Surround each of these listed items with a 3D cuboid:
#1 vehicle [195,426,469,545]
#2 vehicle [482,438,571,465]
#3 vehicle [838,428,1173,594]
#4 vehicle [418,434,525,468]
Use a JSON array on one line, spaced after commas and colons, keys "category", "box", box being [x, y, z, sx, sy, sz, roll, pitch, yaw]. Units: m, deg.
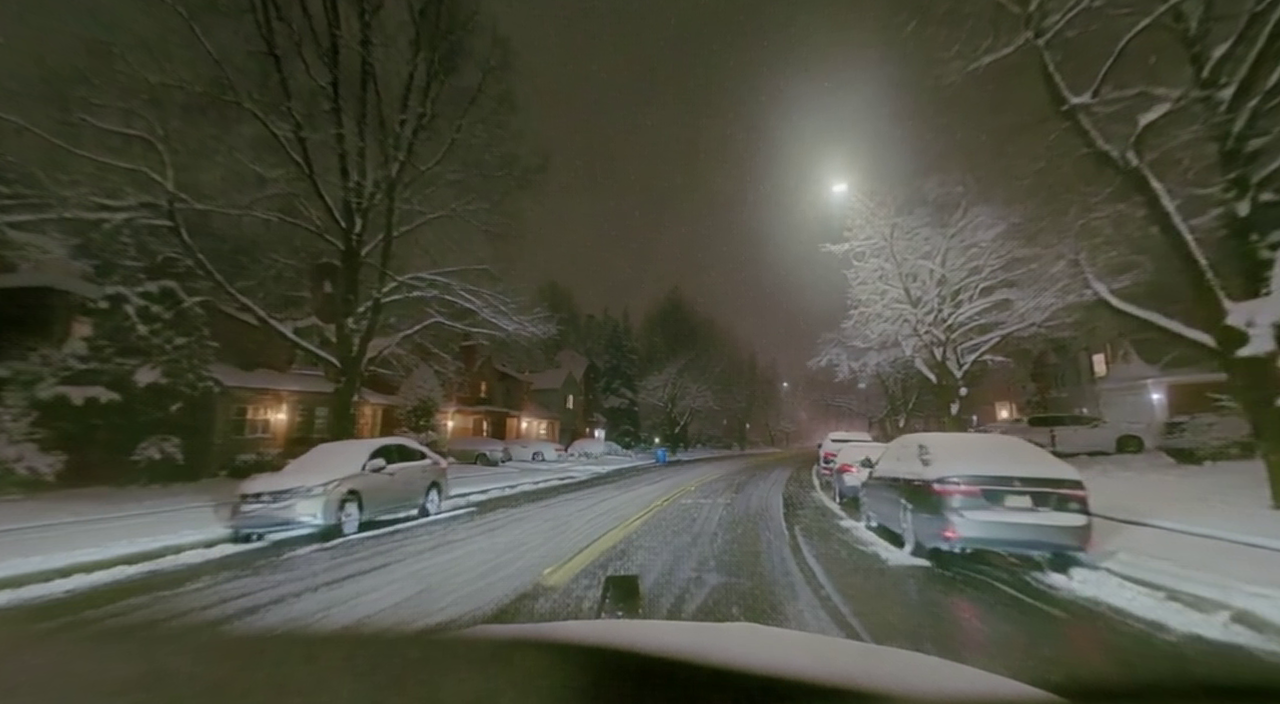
[{"category": "vehicle", "box": [-5.218, 2.310, 11.719, 2.030, 1.696, 4.828, -2, -9, 10]}, {"category": "vehicle", "box": [-6.299, 5.555, 35.210, 4.455, 1.419, 2.017, -3, -9, 16]}, {"category": "vehicle", "box": [4.109, 1.821, 8.320, 2.045, 1.478, 4.914, -1, -8, 8]}, {"category": "vehicle", "box": [-8.333, 4.921, 31.353, 4.635, 1.594, 2.132, -3, -9, 17]}]
